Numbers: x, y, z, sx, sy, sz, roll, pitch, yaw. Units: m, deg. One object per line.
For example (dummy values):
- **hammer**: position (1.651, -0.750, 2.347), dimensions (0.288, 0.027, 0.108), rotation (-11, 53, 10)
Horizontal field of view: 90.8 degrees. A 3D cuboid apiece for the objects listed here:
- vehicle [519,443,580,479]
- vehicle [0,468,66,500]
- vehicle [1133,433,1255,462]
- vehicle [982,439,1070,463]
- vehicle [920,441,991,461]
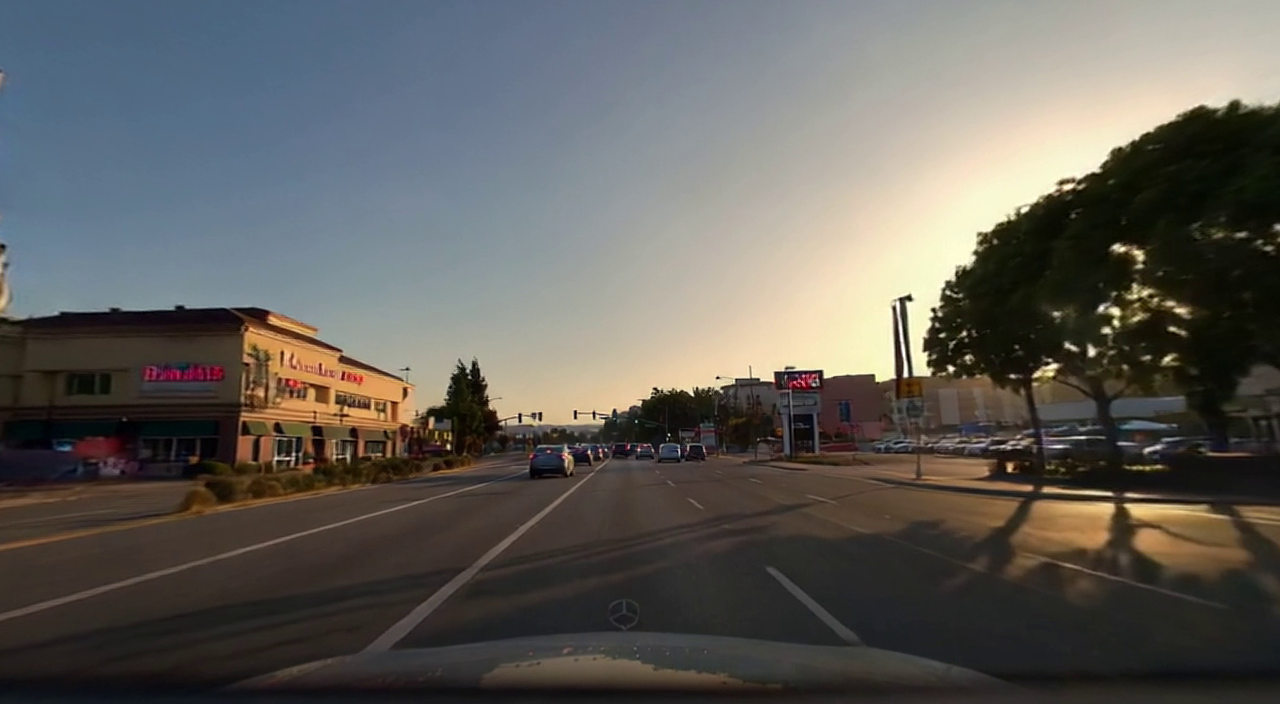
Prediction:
- **vehicle**: position (-4.008, 4.880, 28.675), dimensions (2.097, 1.497, 4.571), rotation (0, -8, 0)
- **vehicle**: position (-43.919, 9.386, 45.138), dimensions (1.924, 1.972, 4.181), rotation (0, -8, -3)
- **vehicle**: position (30.284, 5.265, 34.702), dimensions (4.522, 1.517, 1.943), rotation (-4, -9, 23)
- **vehicle**: position (24.718, 6.360, 40.645), dimensions (4.554, 1.470, 2.020), rotation (-4, -9, 24)
- **vehicle**: position (24.821, 7.772, 49.852), dimensions (4.799, 1.497, 1.952), rotation (-4, -9, 22)
